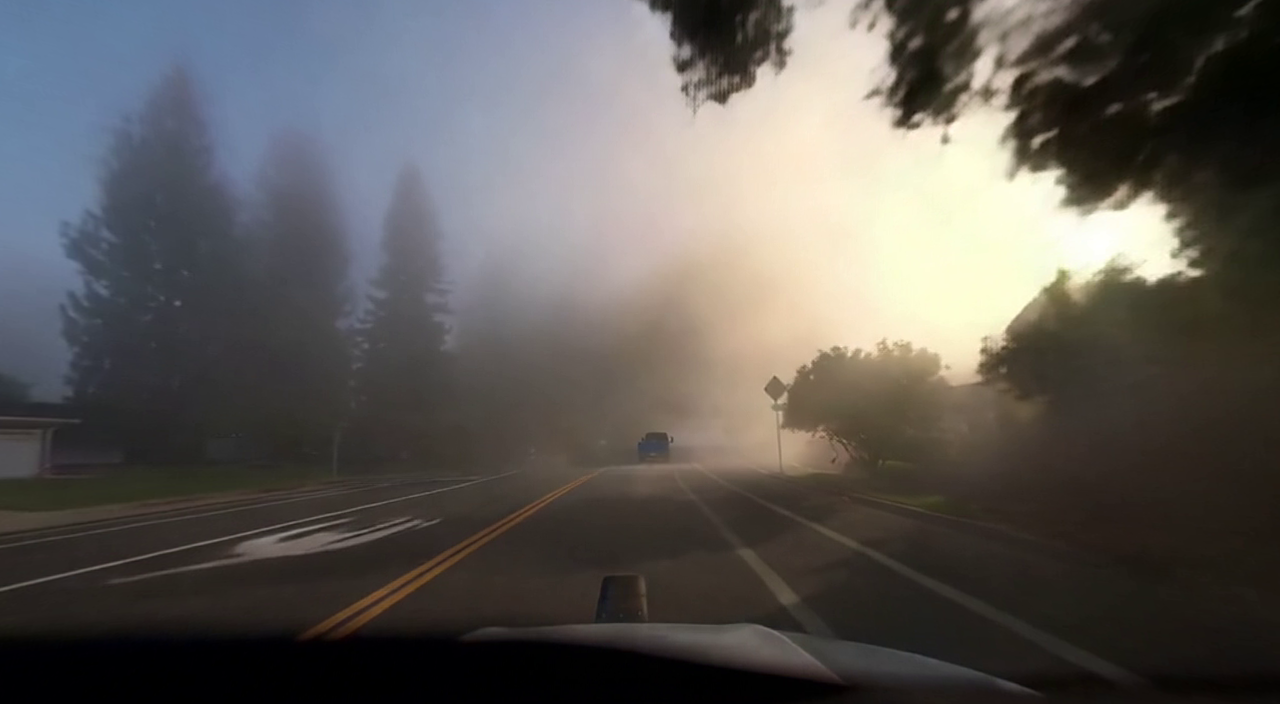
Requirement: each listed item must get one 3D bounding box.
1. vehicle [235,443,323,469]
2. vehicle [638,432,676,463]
[{"bbox_3d":[-25.774,7.447,45.271,4.975,1.732,2.165,2,-9,-13],"label":"vehicle"},{"bbox_3d":[1.200,6.324,41.964,2.153,1.942,4.767,-1,-8,6],"label":"vehicle"}]
